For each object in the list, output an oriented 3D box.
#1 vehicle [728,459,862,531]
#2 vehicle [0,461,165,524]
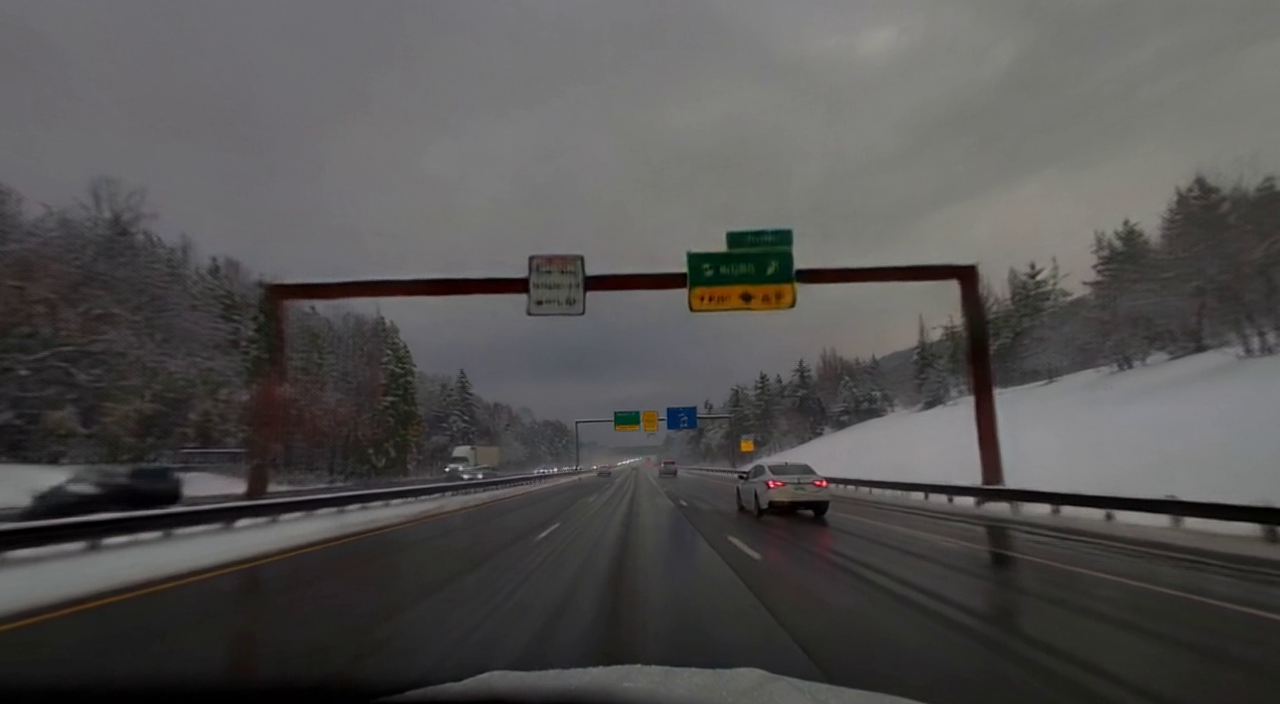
[{"bbox_3d":[3.577,3.431,15.548,2.051,1.472,4.547,1,-10,-2],"label":"vehicle"},{"bbox_3d":[-15.591,3.762,17.286,1.904,1.477,4.095,1,-10,0],"label":"vehicle"}]
